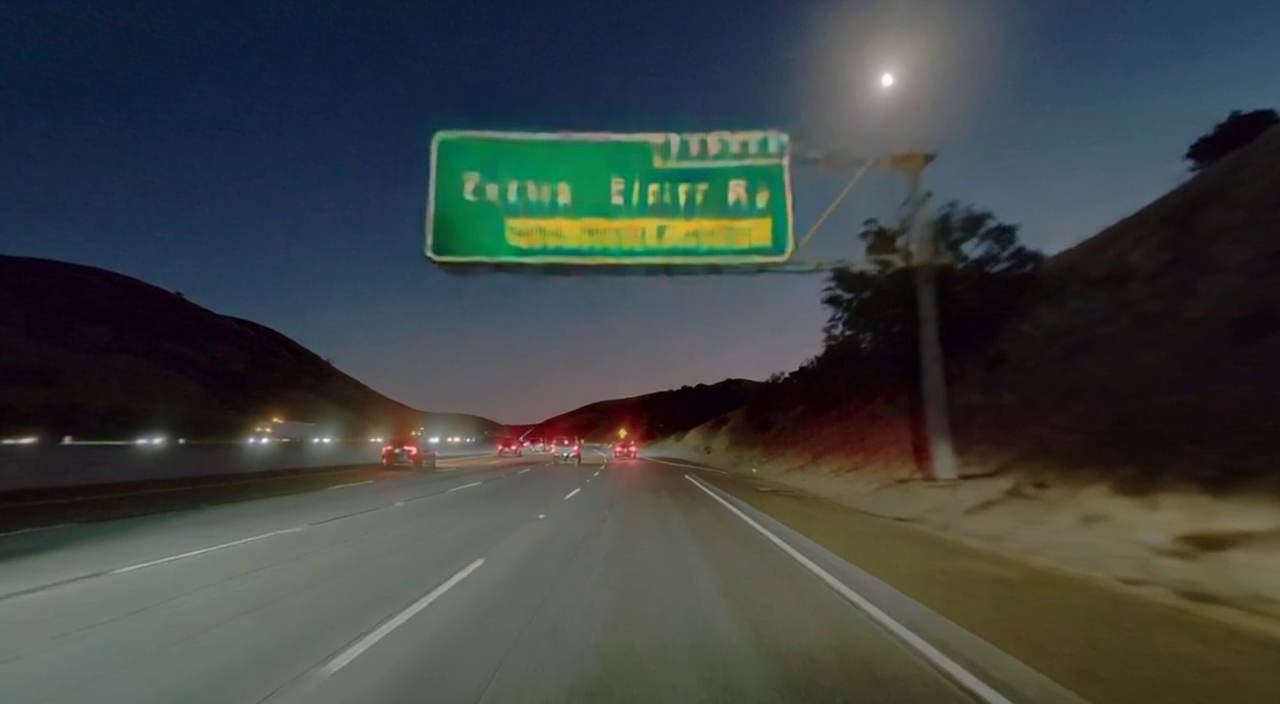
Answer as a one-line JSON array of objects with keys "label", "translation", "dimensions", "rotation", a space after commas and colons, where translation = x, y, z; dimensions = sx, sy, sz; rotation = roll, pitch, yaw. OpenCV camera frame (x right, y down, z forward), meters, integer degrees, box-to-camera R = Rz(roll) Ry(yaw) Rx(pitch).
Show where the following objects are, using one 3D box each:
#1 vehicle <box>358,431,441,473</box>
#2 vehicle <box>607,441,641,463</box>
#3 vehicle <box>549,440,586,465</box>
[{"label": "vehicle", "translation": [-11.970, 5.013, 31.731], "dimensions": [2.219, 1.923, 4.985], "rotation": [0, -8, -1]}, {"label": "vehicle", "translation": [-1.196, 7.389, 46.691], "dimensions": [2.421, 1.594, 4.248], "rotation": [0, -8, -2]}, {"label": "vehicle", "translation": [-4.949, 6.909, 43.557], "dimensions": [2.060, 1.631, 4.214], "rotation": [0, -8, -1]}]
